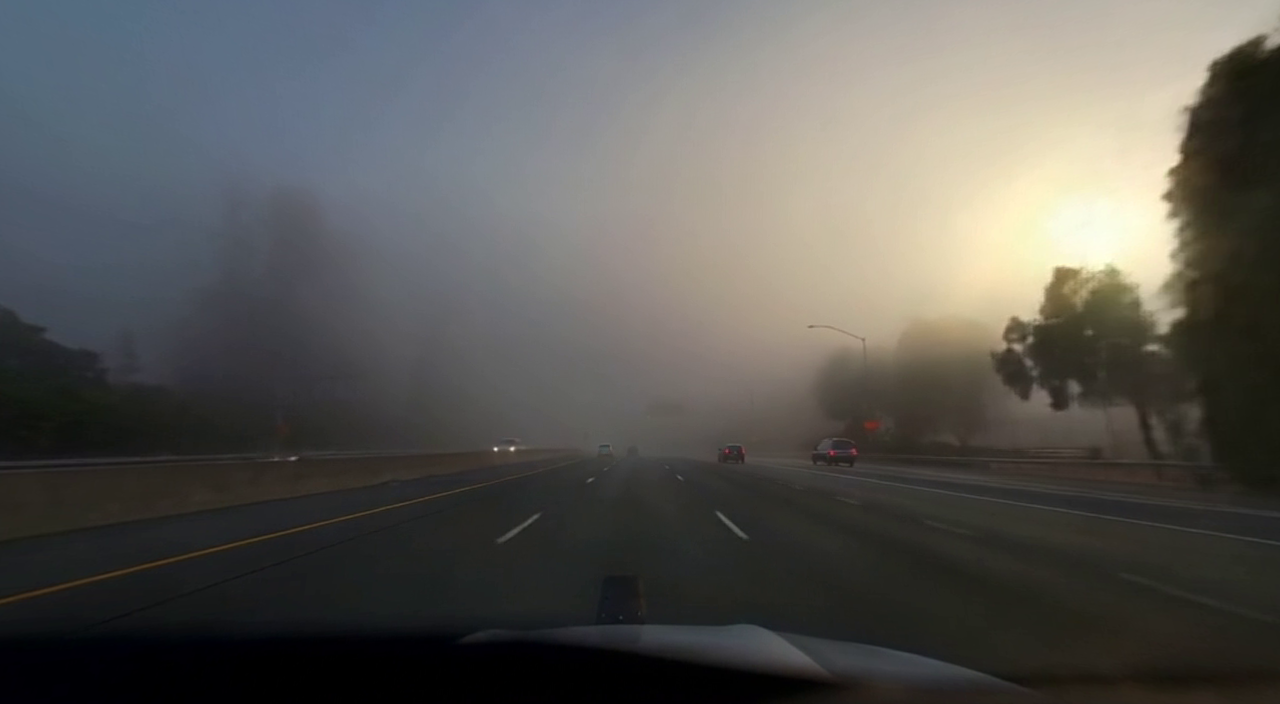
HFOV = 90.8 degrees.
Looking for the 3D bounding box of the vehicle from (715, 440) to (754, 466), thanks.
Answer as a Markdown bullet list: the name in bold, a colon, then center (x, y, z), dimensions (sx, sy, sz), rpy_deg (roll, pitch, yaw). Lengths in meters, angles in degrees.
- **vehicle**: center (6.558, 7.079, 44.254), dimensions (2.081, 1.705, 3.926), rpy_deg (0, -9, -1)
